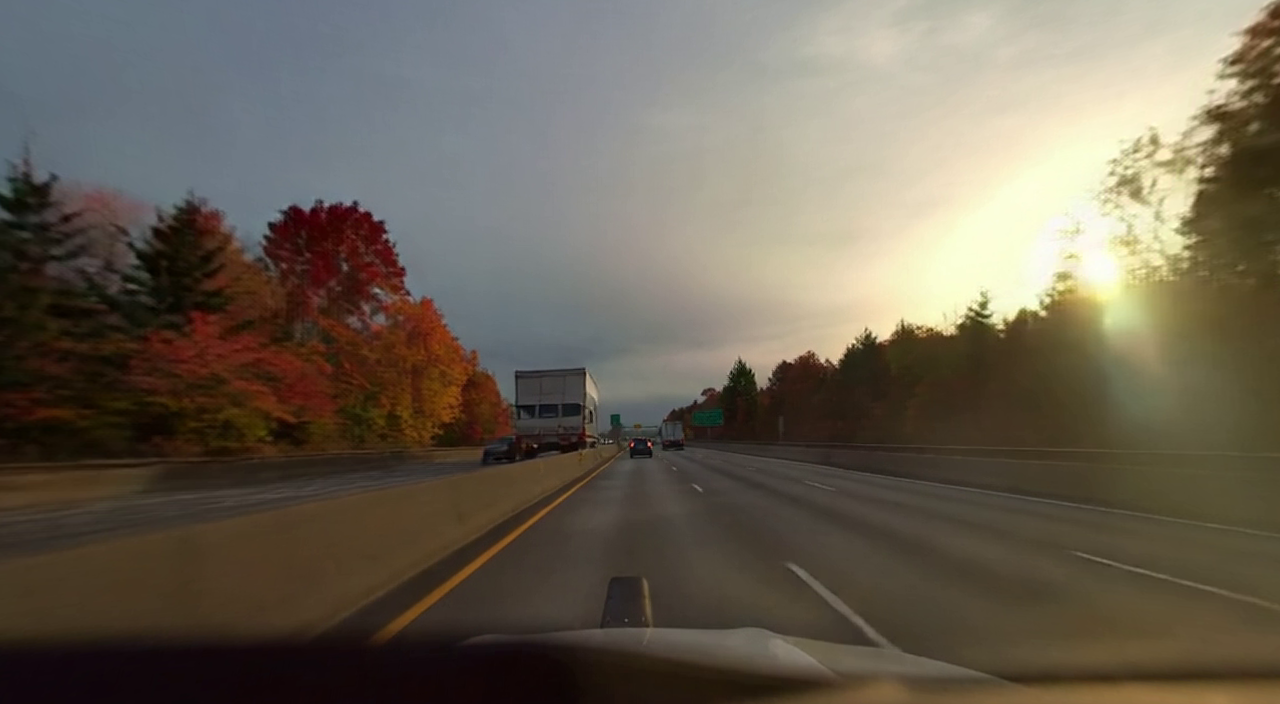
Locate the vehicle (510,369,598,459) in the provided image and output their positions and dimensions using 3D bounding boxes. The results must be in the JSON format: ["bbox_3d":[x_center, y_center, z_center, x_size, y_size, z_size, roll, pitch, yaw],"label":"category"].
[{"bbox_3d":[-4.131,3.529,33.419,3.120,3.936,11.480,0,-8,0],"label":"vehicle"}]

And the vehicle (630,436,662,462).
[{"bbox_3d":[0.339,6.113,39.706,1.924,1.498,3.817,0,-8,0],"label":"vehicle"}]

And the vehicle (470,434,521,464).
[{"bbox_3d":[-8.303,5.641,36.556,1.974,1.631,4.232,0,-8,0],"label":"vehicle"}]
